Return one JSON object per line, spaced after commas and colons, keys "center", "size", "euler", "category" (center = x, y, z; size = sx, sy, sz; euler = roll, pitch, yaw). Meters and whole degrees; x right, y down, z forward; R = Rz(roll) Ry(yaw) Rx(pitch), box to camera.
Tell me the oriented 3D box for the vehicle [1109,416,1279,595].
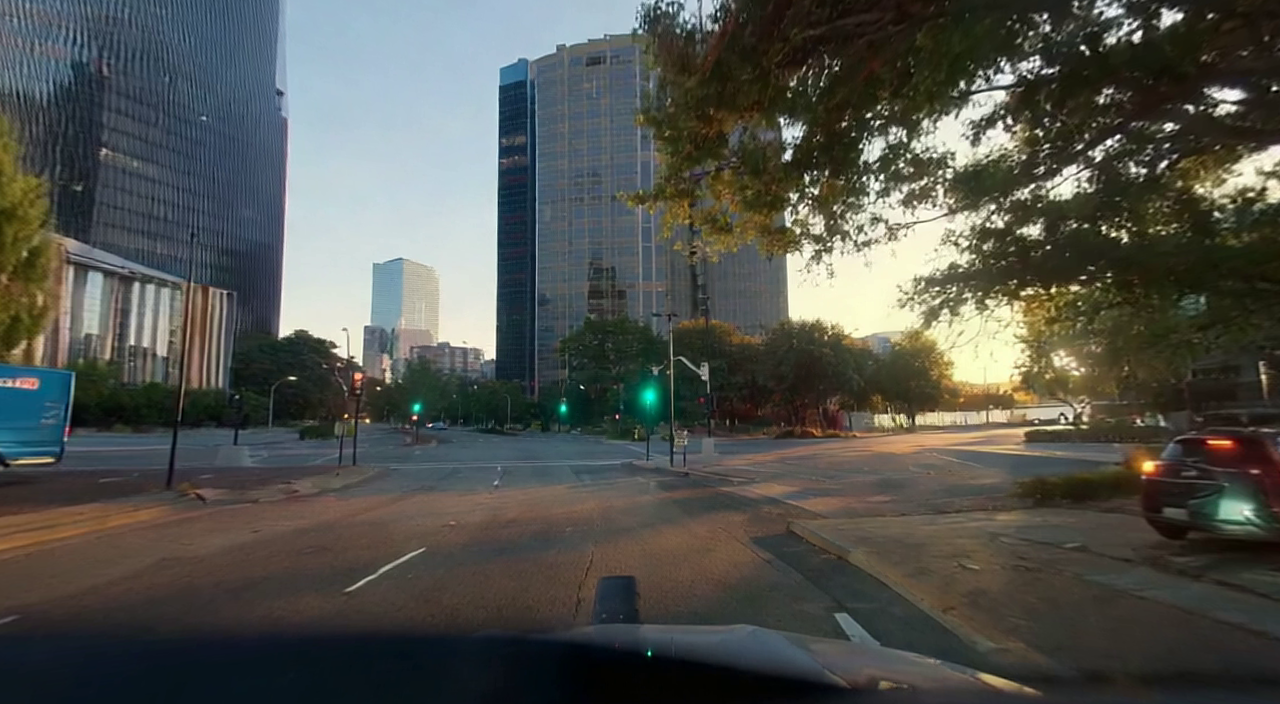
{"center": [6.604, 1.206, 4.781], "size": [2.089, 1.481, 4.436], "euler": [2, -9, -15], "category": "vehicle"}
